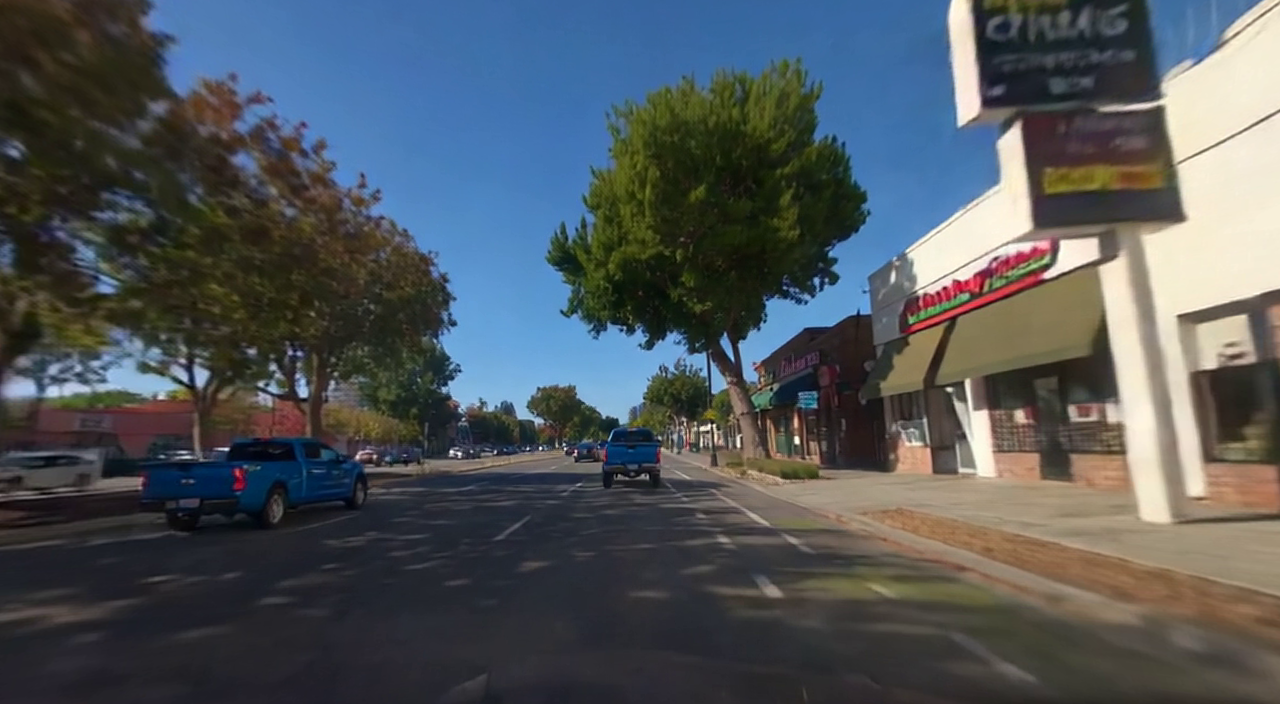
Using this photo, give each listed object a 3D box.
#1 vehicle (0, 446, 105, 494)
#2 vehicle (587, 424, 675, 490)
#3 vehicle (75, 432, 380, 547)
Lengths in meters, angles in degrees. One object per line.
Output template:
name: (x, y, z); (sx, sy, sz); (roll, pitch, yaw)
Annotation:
vehicle: (-22.016, 4.172, 22.717); (1.776, 1.538, 4.283); (0, -8, 0)
vehicle: (-0.306, 3.519, 21.613); (2.590, 1.932, 5.776); (0, -8, -1)
vehicle: (-6.161, 2.064, 10.305); (1.888, 1.424, 4.553); (0, -8, 1)
